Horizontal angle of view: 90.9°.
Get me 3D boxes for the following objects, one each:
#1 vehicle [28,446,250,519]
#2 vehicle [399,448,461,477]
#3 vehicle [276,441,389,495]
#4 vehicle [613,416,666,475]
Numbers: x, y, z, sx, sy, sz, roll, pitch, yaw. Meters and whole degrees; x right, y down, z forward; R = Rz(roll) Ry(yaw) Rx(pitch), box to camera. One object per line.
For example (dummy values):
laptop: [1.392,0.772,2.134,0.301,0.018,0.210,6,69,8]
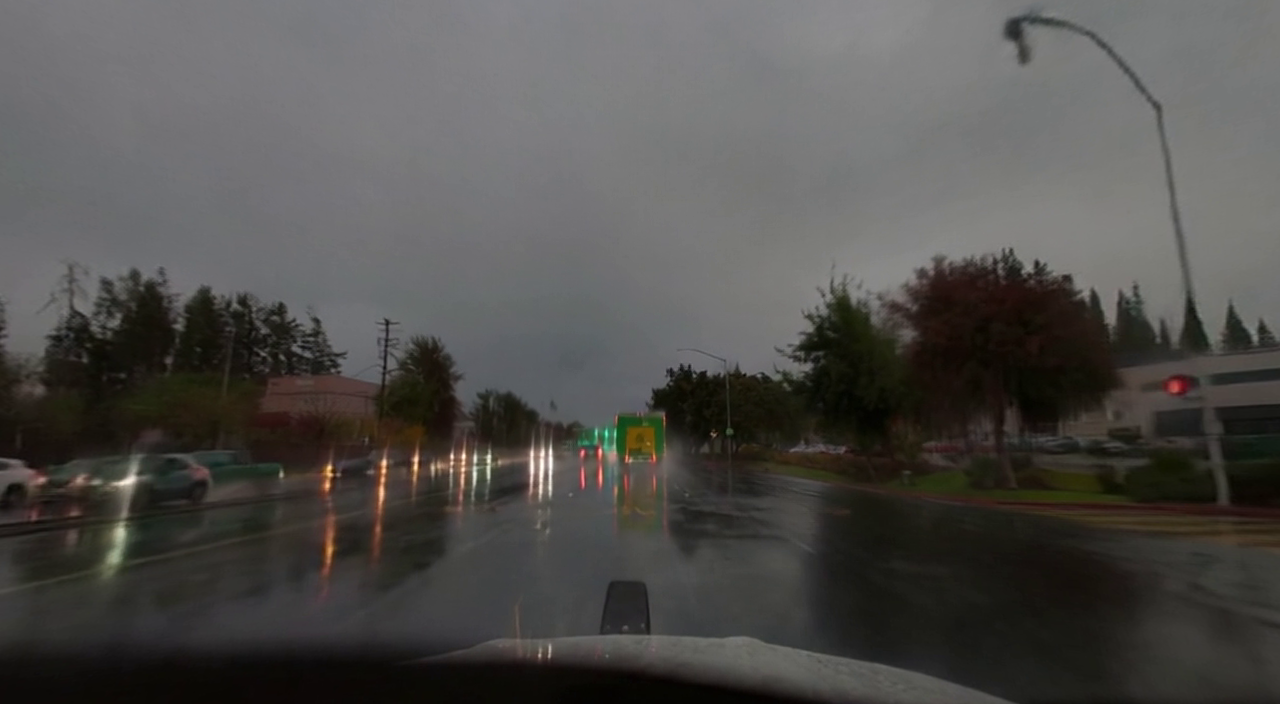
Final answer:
vehicle: [-12.990,3.349,16.880,1.960,1.627,4.784,0,-8,1]
vehicle: [-11.979,6.303,36.246,1.935,1.467,4.451,-1,-8,2]
vehicle: [-12.475,4.674,25.982,2.068,1.747,5.040,-4,-7,1]
vehicle: [-0.167,5.775,39.112,2.843,3.120,10.422,0,-8,-2]
